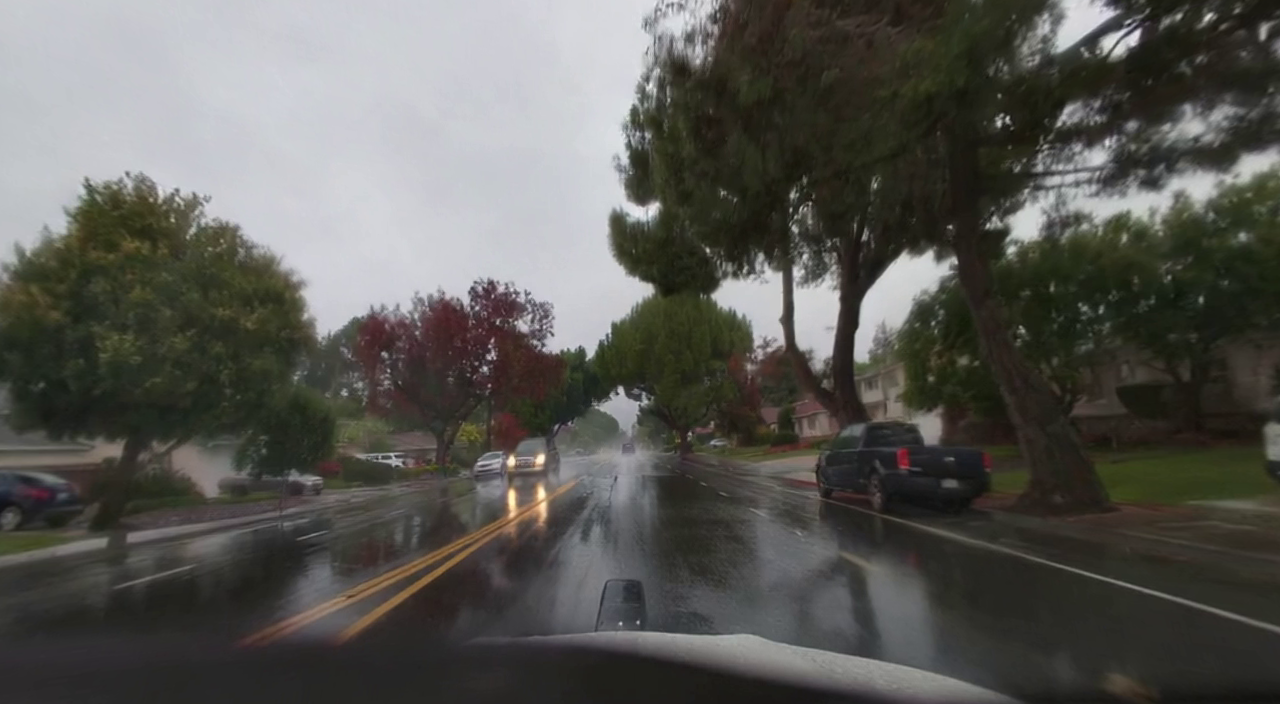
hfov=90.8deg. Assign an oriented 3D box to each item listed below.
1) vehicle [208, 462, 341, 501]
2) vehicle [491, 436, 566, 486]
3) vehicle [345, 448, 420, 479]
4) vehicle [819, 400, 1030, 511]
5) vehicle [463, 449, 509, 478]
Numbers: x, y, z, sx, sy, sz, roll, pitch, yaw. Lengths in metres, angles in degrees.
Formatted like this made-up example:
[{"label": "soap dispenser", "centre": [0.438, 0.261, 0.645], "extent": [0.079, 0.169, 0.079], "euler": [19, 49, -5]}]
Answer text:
[{"label": "vehicle", "centre": [-15.291, 5.429, 26.646], "extent": [4.353, 1.467, 1.931], "euler": [0, -9, -2]}, {"label": "vehicle", "centre": [-4.437, 4.420, 26.032], "extent": [2.151, 1.830, 5.172], "euler": [0, -9, 0]}, {"label": "vehicle", "centre": [-19.683, 8.535, 48.445], "extent": [4.802, 1.868, 2.395], "euler": [-3, -7, -1]}, {"label": "vehicle", "centre": [6.034, 2.320, 14.464], "extent": [2.205, 2.020, 5.634], "euler": [0, -9, 0]}, {"label": "vehicle", "centre": [-9.964, 7.216, 41.185], "extent": [1.931, 1.465, 4.683], "euler": [-5, -8, -3]}]
